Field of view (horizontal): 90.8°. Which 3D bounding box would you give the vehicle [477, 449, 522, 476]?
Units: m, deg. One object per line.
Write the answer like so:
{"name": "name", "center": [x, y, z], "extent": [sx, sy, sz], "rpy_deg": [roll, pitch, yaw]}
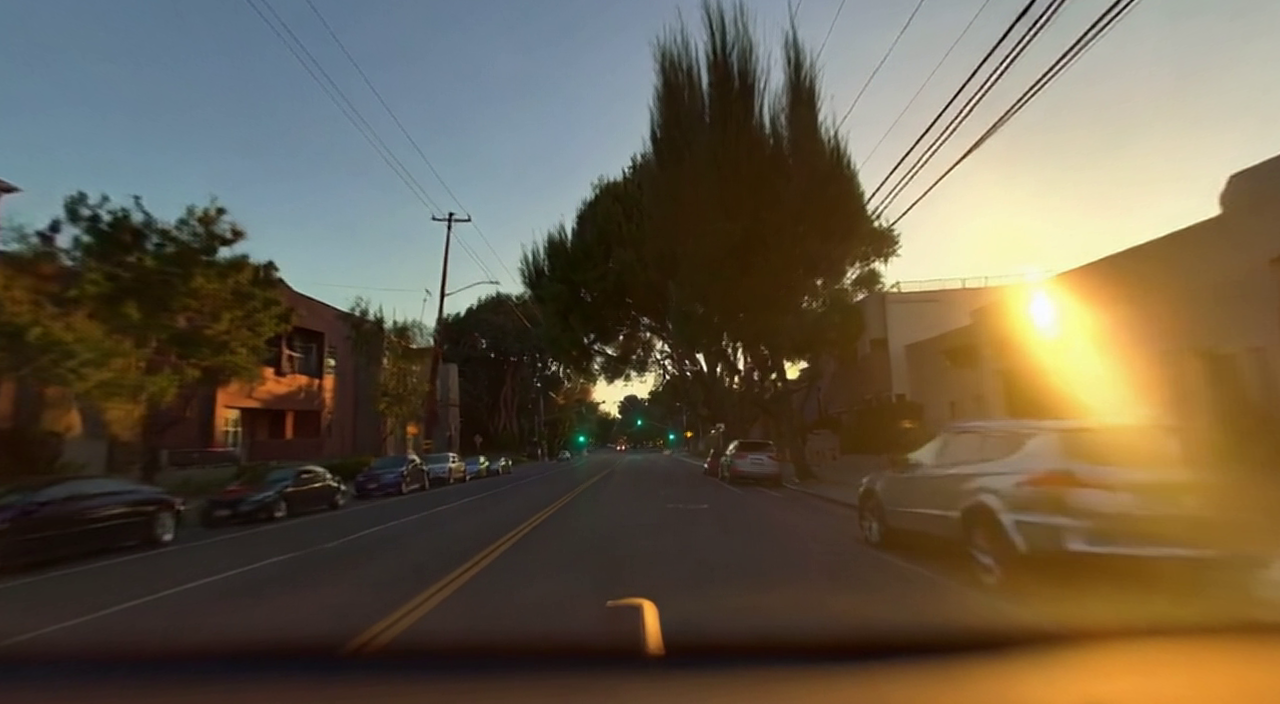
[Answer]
{"name": "vehicle", "center": [-9.071, 7.101, 41.027], "extent": [2.000, 1.495, 4.687], "rpy_deg": [-3, -8, -2]}

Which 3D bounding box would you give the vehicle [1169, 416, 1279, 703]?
{"name": "vehicle", "center": [4.012, 0.822, 1.395], "extent": [1.875, 1.495, 4.242], "rpy_deg": [0, -8, -2]}

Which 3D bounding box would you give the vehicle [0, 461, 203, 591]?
{"name": "vehicle", "center": [-9.125, 2.427, 9.253], "extent": [2.208, 1.508, 4.590], "rpy_deg": [0, -8, -1]}

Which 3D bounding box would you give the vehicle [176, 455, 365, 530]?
{"name": "vehicle", "center": [-8.986, 3.408, 15.972], "extent": [1.948, 1.508, 4.656], "rpy_deg": [0, -8, 1]}

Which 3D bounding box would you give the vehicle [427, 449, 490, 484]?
{"name": "vehicle", "center": [-9.151, 5.765, 32.117], "extent": [1.884, 1.526, 4.061], "rpy_deg": [-5, -9, 1]}

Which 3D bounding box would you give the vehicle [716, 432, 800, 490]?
{"name": "vehicle", "center": [3.895, 3.687, 21.701], "extent": [2.155, 1.747, 4.311], "rpy_deg": [0, -8, 2]}

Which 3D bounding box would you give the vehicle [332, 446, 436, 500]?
{"name": "vehicle", "center": [-9.166, 4.367, 23.042], "extent": [2.051, 1.657, 4.322], "rpy_deg": [-3, -10, -1]}

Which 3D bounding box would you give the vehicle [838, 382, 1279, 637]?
{"name": "vehicle", "center": [3.971, 1.450, 6.860], "extent": [2.040, 1.801, 4.569], "rpy_deg": [0, -8, -1]}
